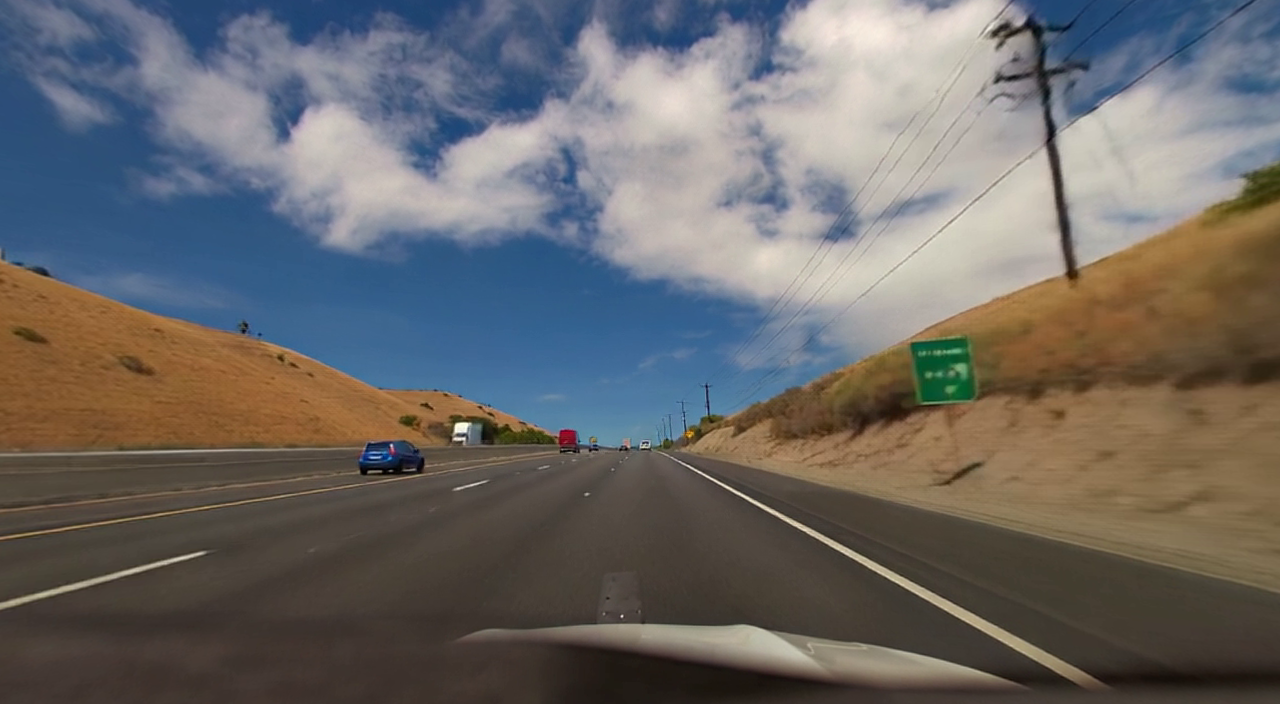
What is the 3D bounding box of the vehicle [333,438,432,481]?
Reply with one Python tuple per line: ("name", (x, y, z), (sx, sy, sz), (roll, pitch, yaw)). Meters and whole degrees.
("vehicle", (-10.351, 4.359, 25.762), (1.971, 1.558, 4.847), (0, -8, 0))
